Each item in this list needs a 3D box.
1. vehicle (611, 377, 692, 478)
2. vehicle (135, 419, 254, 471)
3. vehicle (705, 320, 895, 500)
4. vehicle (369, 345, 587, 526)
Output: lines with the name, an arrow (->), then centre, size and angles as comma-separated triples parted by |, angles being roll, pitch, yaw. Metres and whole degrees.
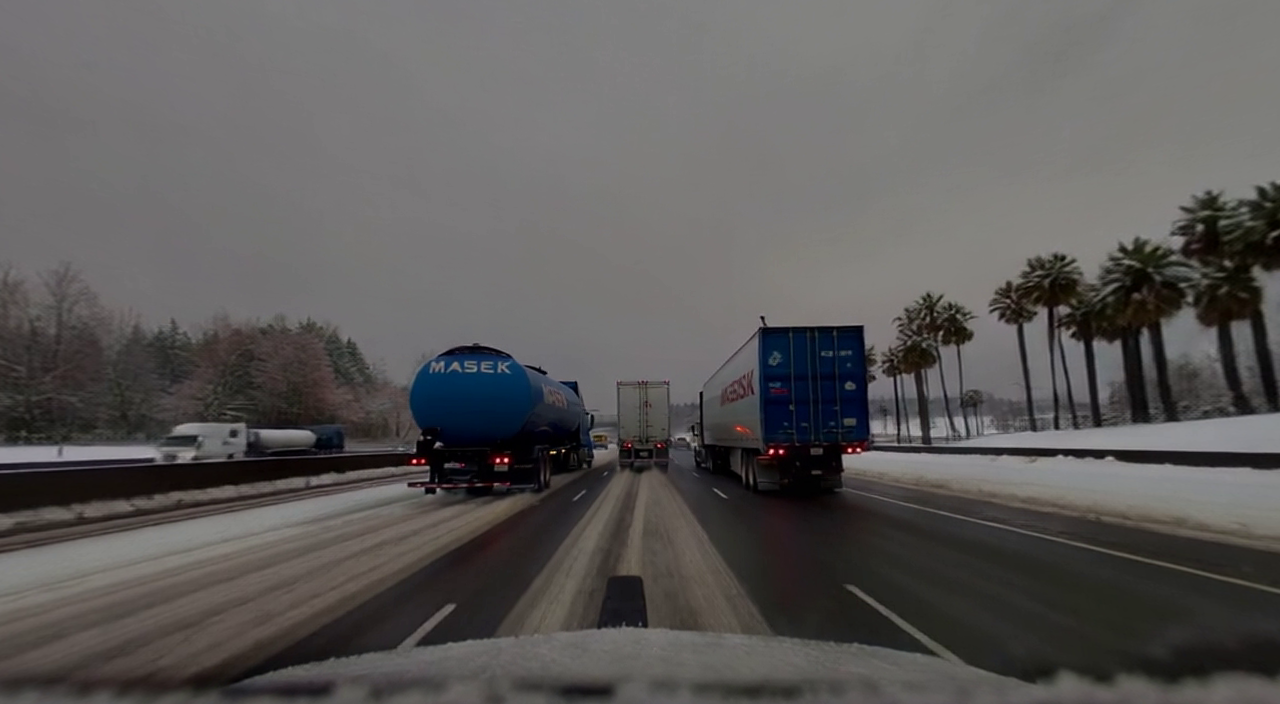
vehicle -> 0.533, 4.207, 33.343 | 3.097, 3.856, 18.209 | 0, -8, 1
vehicle -> -34.784, 7.295, 49.808 | 3.097, 3.716, 8.360 | 0, -8, 1
vehicle -> 4.450, 2.359, 21.988 | 2.887, 4.178, 14.553 | 0, -8, 0
vehicle -> -3.356, 2.268, 16.883 | 2.786, 3.228, 11.082 | 0, -8, 1
